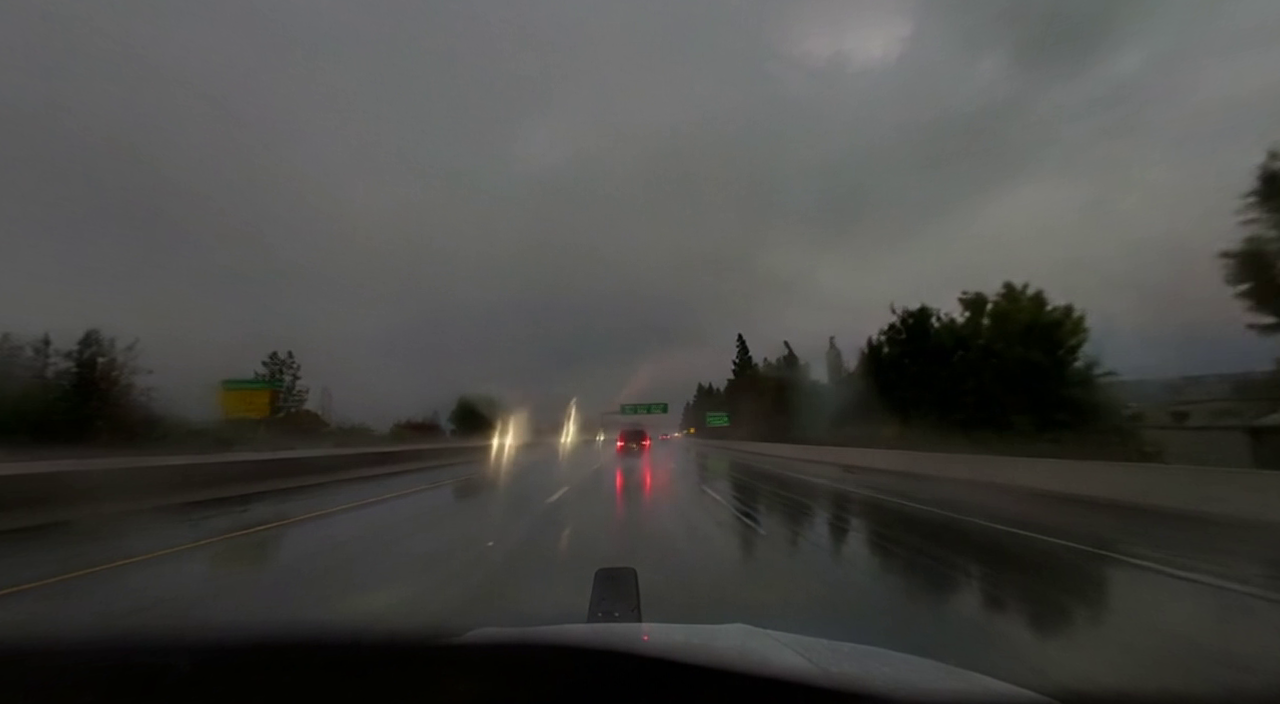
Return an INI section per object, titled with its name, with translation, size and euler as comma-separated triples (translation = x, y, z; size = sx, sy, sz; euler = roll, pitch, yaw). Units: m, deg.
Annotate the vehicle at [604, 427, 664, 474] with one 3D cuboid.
[vehicle]
translation = -0.244, 3.685, 23.839
size = 2.094, 1.600, 3.666
euler = 0, -8, -1
